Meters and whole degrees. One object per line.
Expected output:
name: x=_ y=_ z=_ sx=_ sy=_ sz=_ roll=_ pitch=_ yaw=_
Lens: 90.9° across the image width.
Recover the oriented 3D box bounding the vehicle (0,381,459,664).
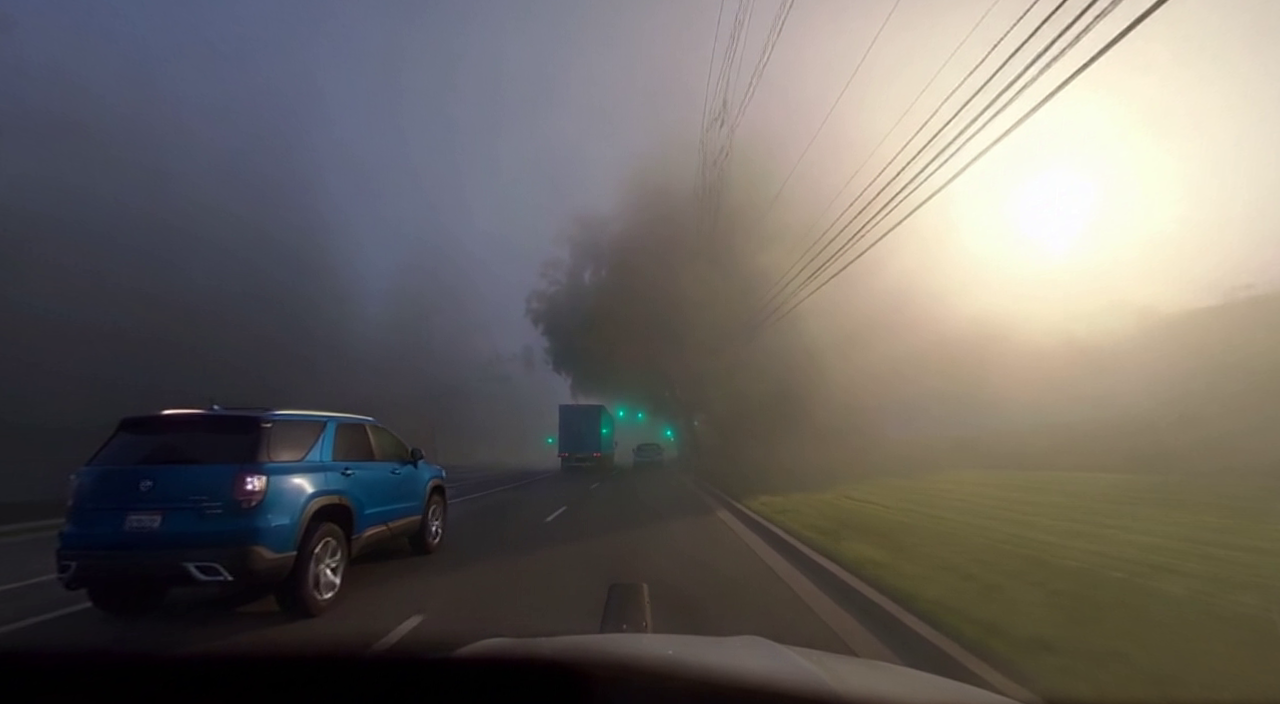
vehicle: x=-3.656 y=1.447 z=6.467 sx=2.093 sy=1.832 sz=4.508 roll=0 pitch=-9 yaw=2

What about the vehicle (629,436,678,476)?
vehicle: x=0.605 y=4.911 z=29.981 sx=2.174 sy=1.749 sz=4.113 roll=0 pitch=-9 yaw=1

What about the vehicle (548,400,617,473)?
vehicle: x=-3.077 y=4.944 z=36.521 sx=2.928 sy=3.658 sz=8.980 roll=0 pitch=-9 yaw=1
